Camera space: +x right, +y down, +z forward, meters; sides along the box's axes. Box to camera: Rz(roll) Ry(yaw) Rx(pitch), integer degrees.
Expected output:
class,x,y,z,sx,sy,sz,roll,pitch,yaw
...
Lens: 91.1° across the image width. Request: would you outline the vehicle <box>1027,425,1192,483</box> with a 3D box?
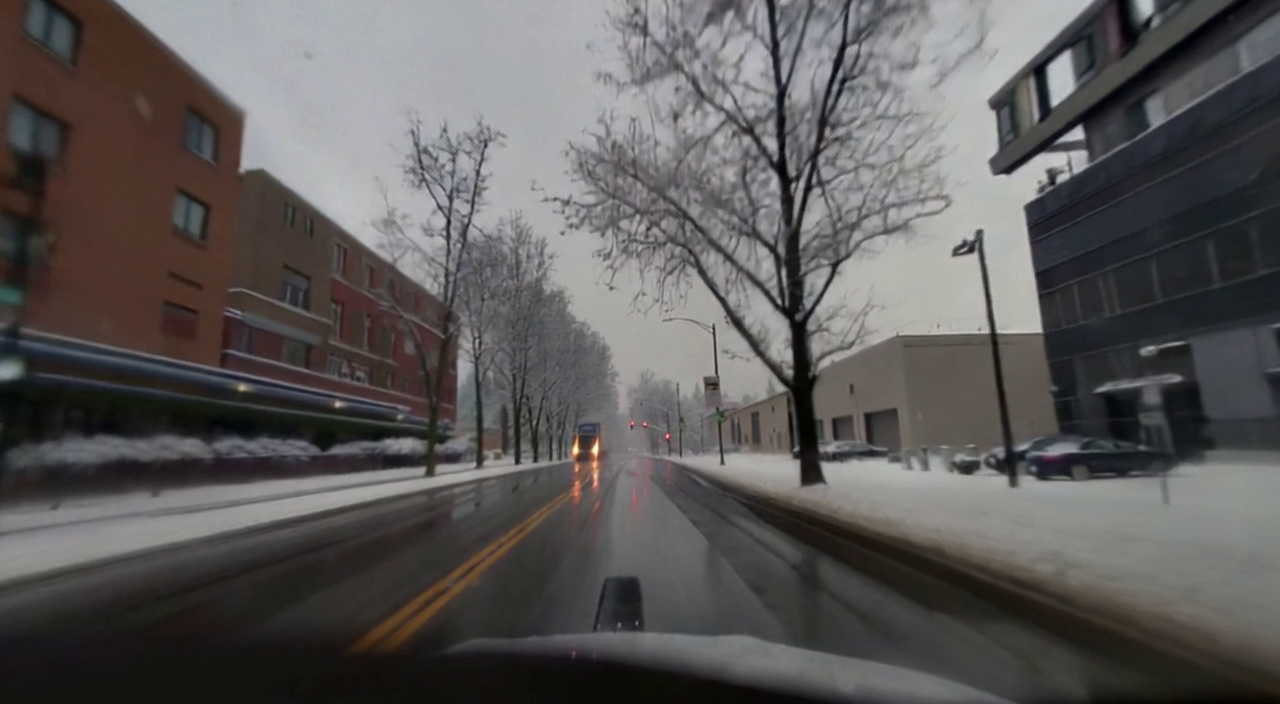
class,x,y,z,sx,sy,sz,roll,pitch,yaw
vehicle,14.491,3.143,19.575,3.627,1.567,1.774,-2,-7,1
